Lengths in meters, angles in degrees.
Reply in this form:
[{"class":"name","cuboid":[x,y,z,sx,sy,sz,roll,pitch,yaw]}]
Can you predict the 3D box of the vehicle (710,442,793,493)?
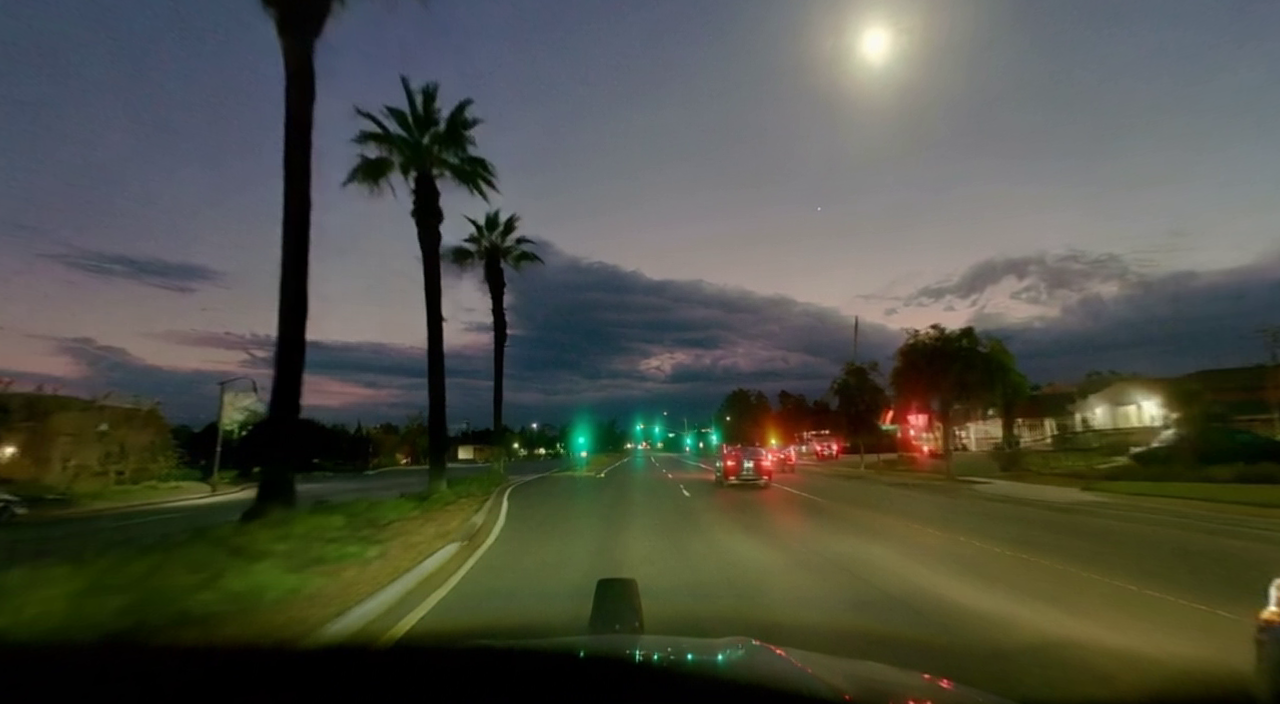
[{"class":"vehicle","cuboid":[3.587,3.804,21.140,1.989,1.492,4.689,0,-9,1]}]
